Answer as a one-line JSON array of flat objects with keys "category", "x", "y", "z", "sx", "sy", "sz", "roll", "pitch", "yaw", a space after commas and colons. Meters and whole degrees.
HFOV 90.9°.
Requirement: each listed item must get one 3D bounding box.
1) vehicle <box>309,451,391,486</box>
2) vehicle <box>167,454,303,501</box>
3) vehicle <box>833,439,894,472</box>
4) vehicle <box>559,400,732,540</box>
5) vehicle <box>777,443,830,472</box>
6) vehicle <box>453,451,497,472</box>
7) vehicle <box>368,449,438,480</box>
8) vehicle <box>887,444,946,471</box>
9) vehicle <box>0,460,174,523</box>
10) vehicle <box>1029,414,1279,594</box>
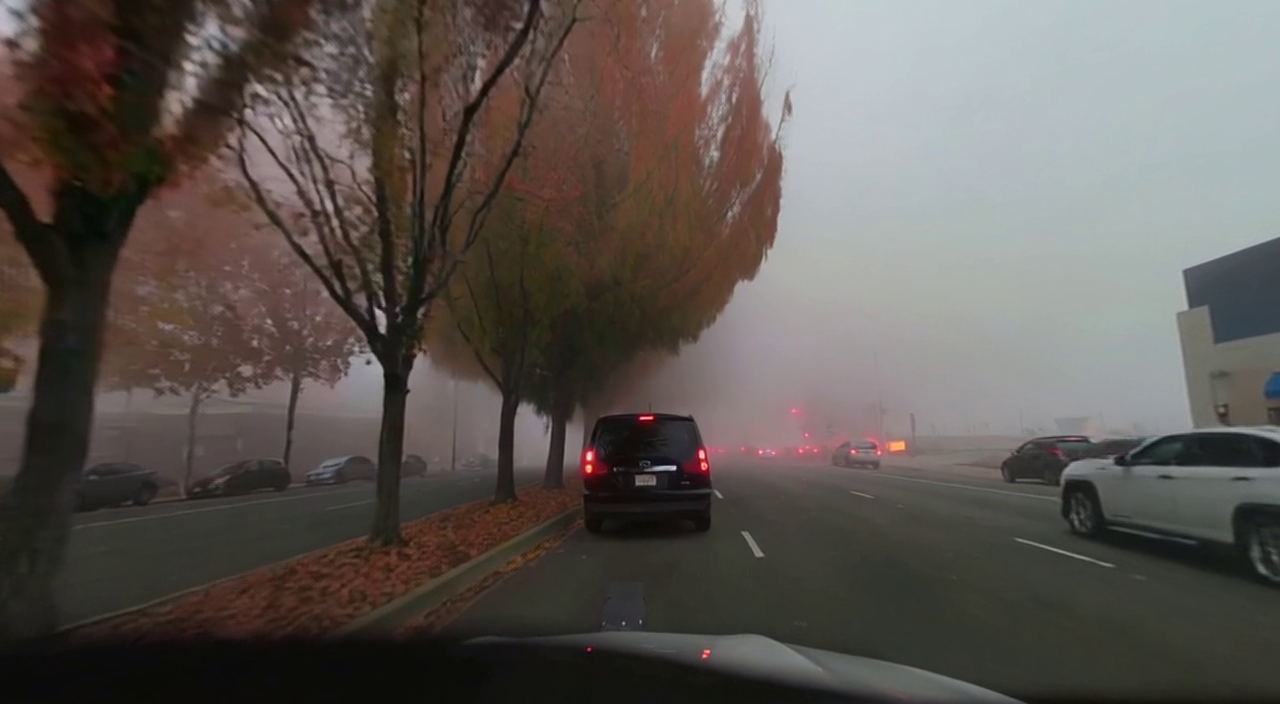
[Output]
[{"category": "vehicle", "x": -14.245, "y": 5.698, "z": 31.236, "sx": 1.947, "sy": 1.558, "sz": 4.065, "roll": 0, "pitch": -8, "yaw": 3}, {"category": "vehicle", "x": -14.648, "y": 4.522, "z": 23.170, "sx": 1.877, "sy": 1.445, "sz": 4.436, "roll": -1, "pitch": -8, "yaw": 3}, {"category": "vehicle", "x": 12.645, "y": 5.868, "z": 35.993, "sx": 2.040, "sy": 1.738, "sz": 4.414, "roll": 0, "pitch": -8, "yaw": 2}, {"category": "vehicle", "x": 0.245, "y": 1.934, "z": 10.970, "sx": 2.344, "sy": 1.863, "sz": 4.665, "roll": -1, "pitch": -8, "yaw": 4}, {"category": "vehicle", "x": 8.698, "y": 5.630, "z": 33.950, "sx": 1.886, "sy": 1.464, "sz": 4.290, "roll": 0, "pitch": -8, "yaw": 2}, {"category": "vehicle", "x": -12.824, "y": 8.554, "z": 49.384, "sx": 1.995, "sy": 1.466, "sz": 4.580, "roll": -1, "pitch": -8, "yaw": 3}, {"category": "vehicle", "x": -13.688, "y": 6.511, "z": 36.828, "sx": 1.921, "sy": 1.621, "sz": 4.930, "roll": -1, "pitch": -8, "yaw": 3}, {"category": "vehicle", "x": 15.973, "y": 6.102, "z": 36.620, "sx": 1.916, "sy": 1.452, "sz": 3.811, "roll": 0, "pitch": -9, "yaw": 5}, {"category": "vehicle", "x": -15.251, "y": 3.648, "z": 17.018, "sx": 1.797, "sy": 1.351, "sz": 4.300, "roll": -1, "pitch": -8, "yaw": 5}, {"category": "vehicle", "x": 6.545, "y": 1.489, "z": 6.709, "sx": 1.928, "sy": 1.529, "sz": 4.917, "roll": -1, "pitch": -8, "yaw": 4}]
